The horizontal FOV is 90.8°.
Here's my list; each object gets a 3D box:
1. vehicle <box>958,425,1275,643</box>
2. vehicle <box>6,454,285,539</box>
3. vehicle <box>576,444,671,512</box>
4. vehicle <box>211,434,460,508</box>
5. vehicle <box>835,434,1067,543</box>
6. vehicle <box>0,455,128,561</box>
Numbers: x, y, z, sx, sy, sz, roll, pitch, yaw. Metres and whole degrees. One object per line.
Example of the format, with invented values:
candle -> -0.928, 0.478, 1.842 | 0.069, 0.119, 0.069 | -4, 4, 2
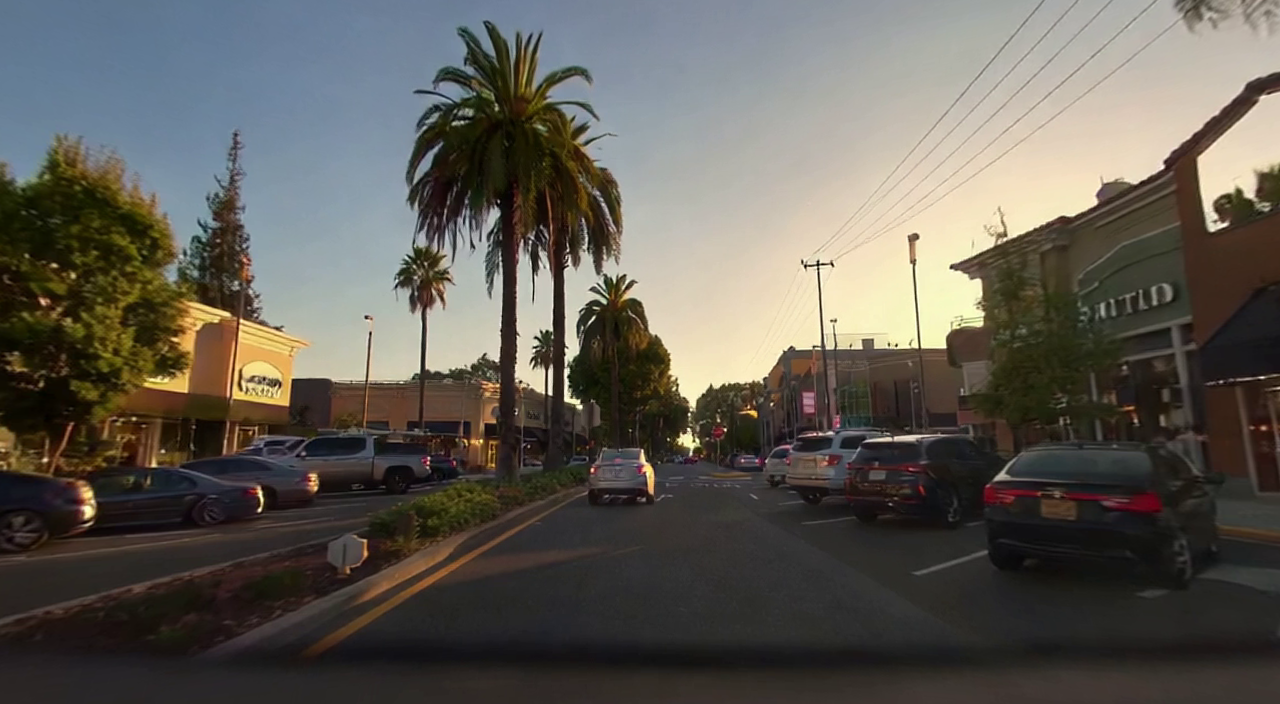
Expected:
vehicle -> 5.280, 1.606, 6.704 | 4.769, 1.478, 1.836 | 8, -12, -44
vehicle -> -10.141, 2.915, 13.360 | 4.266, 1.458, 1.976 | 7, -11, -37
vehicle -> -0.282, 3.115, 16.110 | 2.031, 1.479, 3.969 | -1, -9, 4
vehicle -> -9.938, 3.875, 21.219 | 6.873, 2.051, 2.823 | 8, -12, -43
vehicle -> 5.409, 2.211, 10.829 | 4.105, 1.509, 1.839 | 7, -11, -37
vehicle -> -10.449, 2.267, 9.214 | 2.093, 1.470, 4.286 | -9, -12, 44
